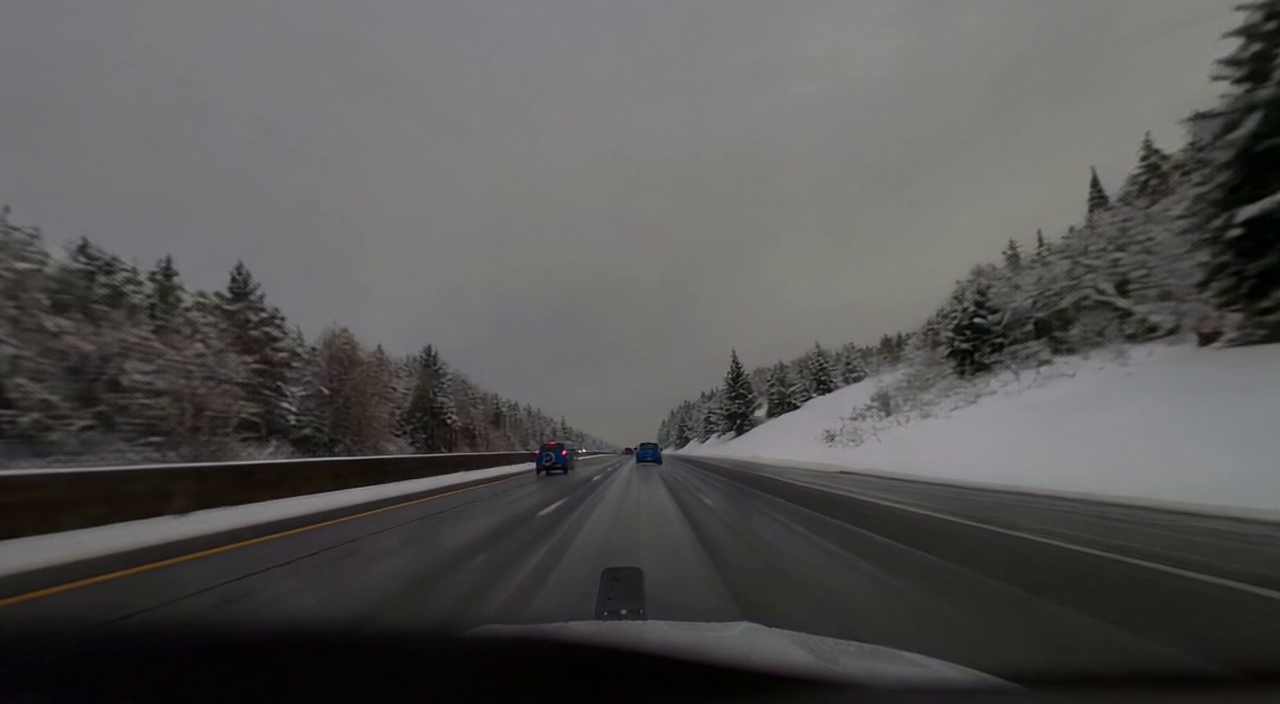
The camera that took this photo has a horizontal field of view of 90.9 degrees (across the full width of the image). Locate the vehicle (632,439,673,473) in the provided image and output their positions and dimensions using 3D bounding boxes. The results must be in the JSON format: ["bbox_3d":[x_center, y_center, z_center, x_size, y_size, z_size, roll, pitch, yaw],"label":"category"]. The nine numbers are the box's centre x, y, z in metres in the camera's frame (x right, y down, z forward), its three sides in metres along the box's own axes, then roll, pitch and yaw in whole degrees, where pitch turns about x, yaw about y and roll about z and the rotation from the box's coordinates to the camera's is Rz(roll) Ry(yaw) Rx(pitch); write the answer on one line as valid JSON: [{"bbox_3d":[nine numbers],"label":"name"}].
[{"bbox_3d":[0.714,6.026,36.622,2.247,1.825,4.036,0,-9,1],"label":"vehicle"}]
